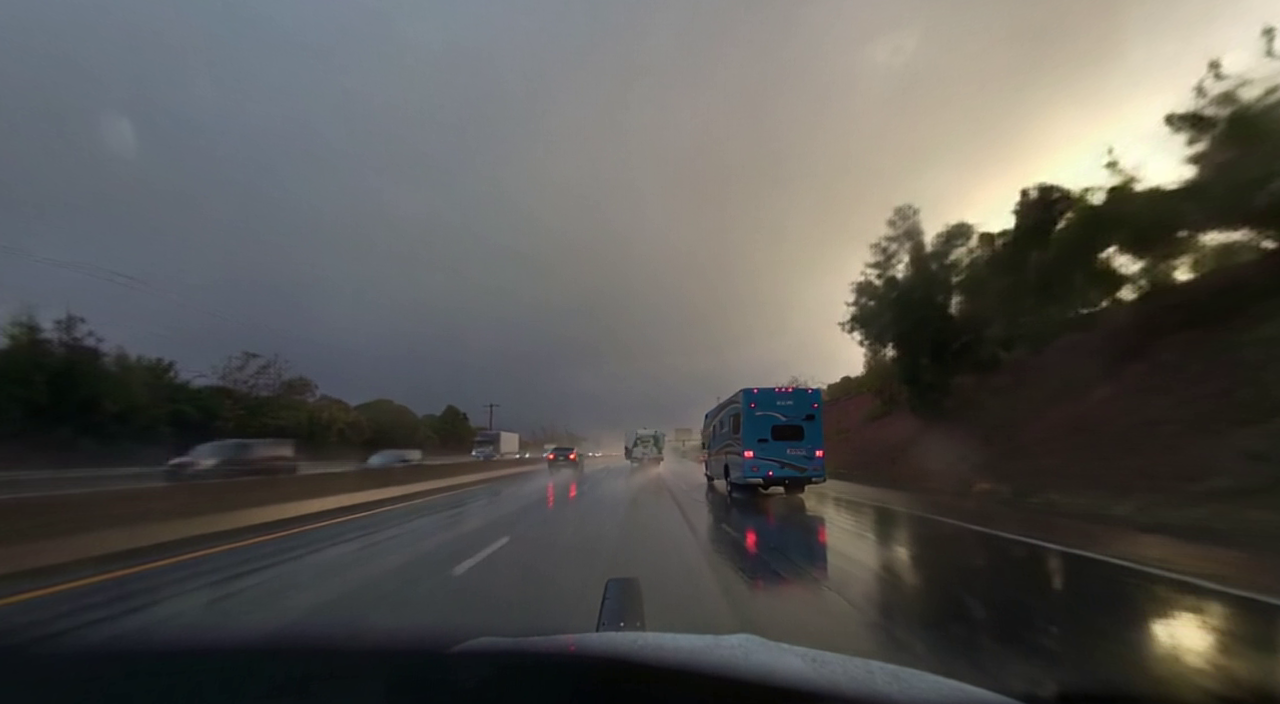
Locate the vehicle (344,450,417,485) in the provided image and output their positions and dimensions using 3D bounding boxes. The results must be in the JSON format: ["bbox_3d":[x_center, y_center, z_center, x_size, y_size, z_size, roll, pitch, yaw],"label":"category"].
[{"bbox_3d":[-11.467,5.083,28.104,1.716,1.422,3.528,0,-9,0],"label":"vehicle"}]

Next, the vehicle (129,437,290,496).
[{"bbox_3d":[-15.519,4.139,23.245,2.224,1.907,5.189,0,-9,0],"label":"vehicle"}]

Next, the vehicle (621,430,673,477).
[{"bbox_3d":[0.326,5.358,33.453,2.524,2.310,4.986,0,-9,0],"label":"vehicle"}]

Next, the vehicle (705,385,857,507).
[{"bbox_3d":[3.755,2.808,18.810,2.607,2.910,7.252,0,-9,-2],"label":"vehicle"}]

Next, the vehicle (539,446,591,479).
[{"bbox_3d":[-3.704,5.564,31.991,1.959,1.502,4.559,0,-9,1],"label":"vehicle"}]
